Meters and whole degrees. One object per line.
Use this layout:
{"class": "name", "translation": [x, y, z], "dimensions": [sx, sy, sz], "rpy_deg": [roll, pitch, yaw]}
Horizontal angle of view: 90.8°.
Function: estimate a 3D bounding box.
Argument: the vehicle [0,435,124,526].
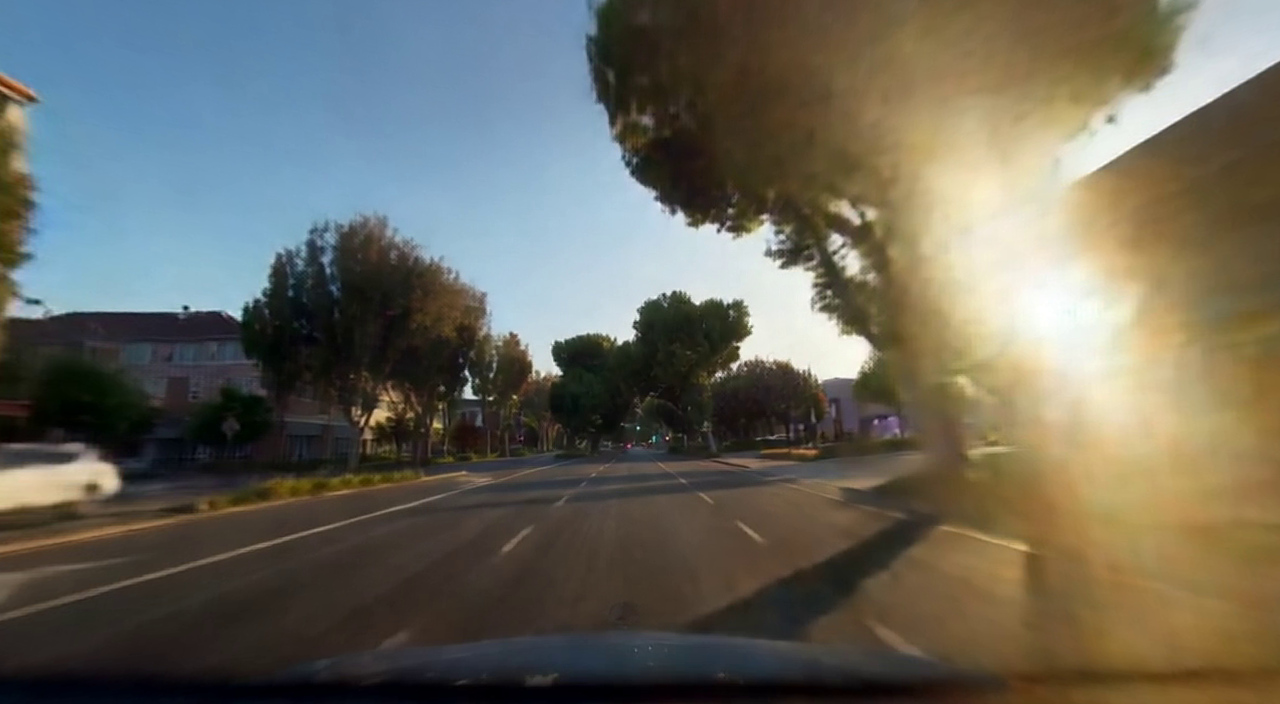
{"class": "vehicle", "translation": [-13.638, 2.592, 12.783], "dimensions": [2.133, 1.770, 5.049], "rpy_deg": [0, -8, -1]}
